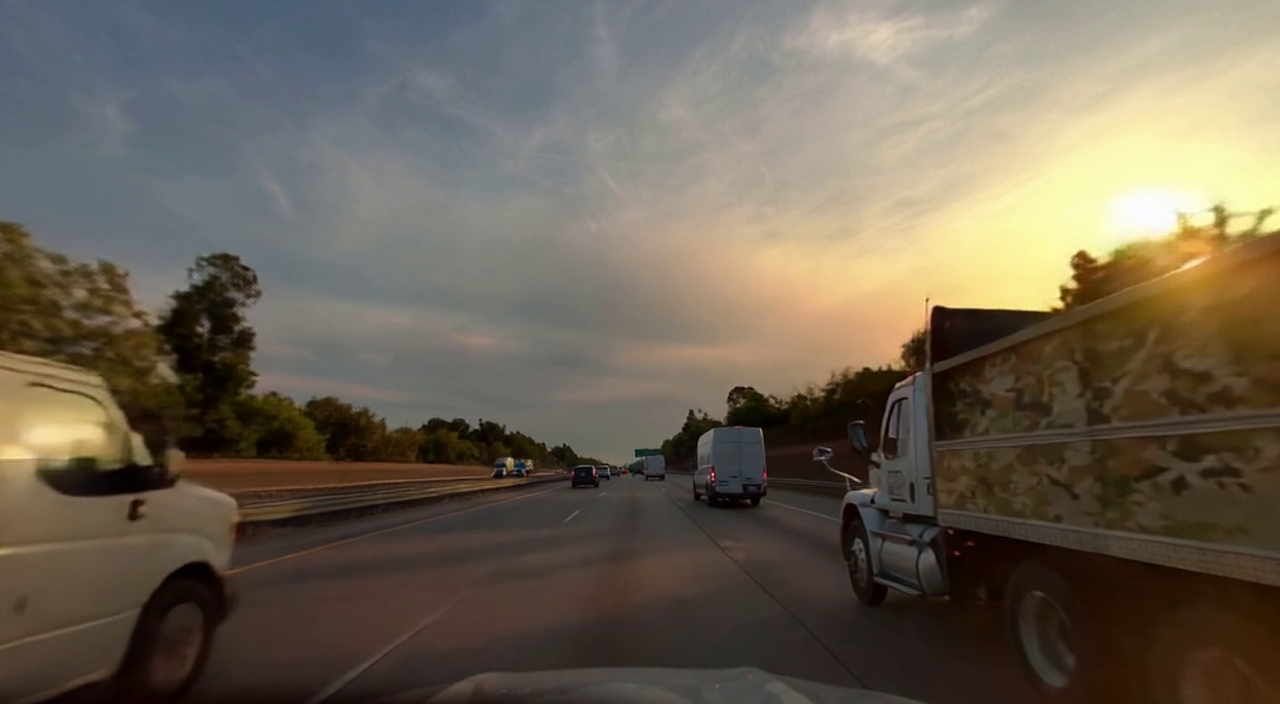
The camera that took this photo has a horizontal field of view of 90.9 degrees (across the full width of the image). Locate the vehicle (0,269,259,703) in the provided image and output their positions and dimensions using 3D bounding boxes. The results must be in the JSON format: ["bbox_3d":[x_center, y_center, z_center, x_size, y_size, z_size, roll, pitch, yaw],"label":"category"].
[{"bbox_3d":[-3.505,0.453,1.097,2.378,1.930,5.086,1,-10,1],"label":"vehicle"}]

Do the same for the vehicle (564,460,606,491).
[{"bbox_3d":[-3.486,7.933,40.584,2.204,1.852,4.661,1,-10,1],"label":"vehicle"}]

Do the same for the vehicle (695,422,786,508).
[{"bbox_3d":[3.798,4.506,25.065,2.703,2.988,5.097,1,-10,-1],"label":"vehicle"}]
